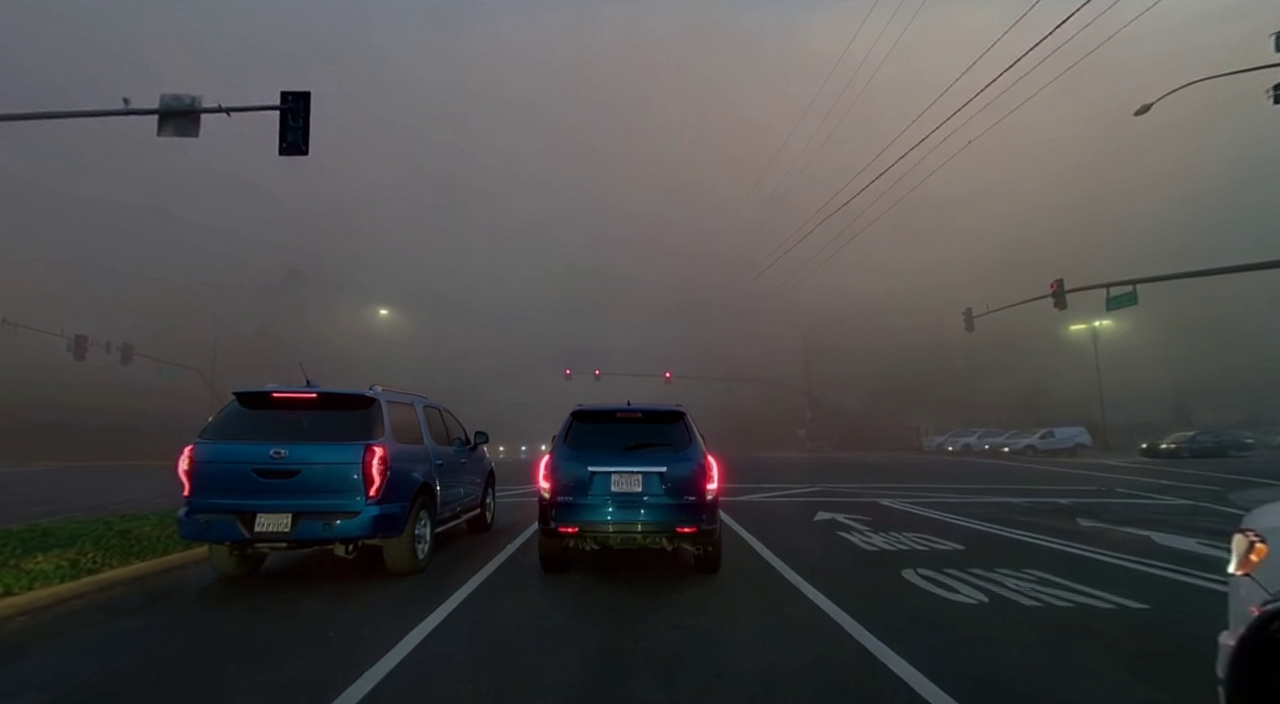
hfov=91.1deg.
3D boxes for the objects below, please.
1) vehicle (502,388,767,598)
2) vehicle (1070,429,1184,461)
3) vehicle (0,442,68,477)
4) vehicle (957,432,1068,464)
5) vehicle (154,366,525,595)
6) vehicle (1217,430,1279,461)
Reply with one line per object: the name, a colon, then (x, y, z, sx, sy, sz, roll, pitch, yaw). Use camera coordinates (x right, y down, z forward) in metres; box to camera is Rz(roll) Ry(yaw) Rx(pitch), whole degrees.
vehicle: (-0.076, 1.516, 7.651, 2.204, 1.738, 4.690, 0, -8, -1)
vehicle: (27.928, 5.328, 36.105, 4.849, 1.759, 2.041, 0, -8, -2)
vehicle: (-32.190, 5.397, 31.732, 4.406, 1.682, 2.040, 0, -8, -2)
vehicle: (19.298, 4.972, 32.657, 4.624, 1.601, 1.871, 0, -8, -3)
vehicle: (-2.966, 1.429, 7.784, 2.220, 1.926, 4.870, 0, -8, -1)
vehicle: (37.009, 5.437, 36.602, 4.714, 1.754, 2.041, 0, -8, -2)
